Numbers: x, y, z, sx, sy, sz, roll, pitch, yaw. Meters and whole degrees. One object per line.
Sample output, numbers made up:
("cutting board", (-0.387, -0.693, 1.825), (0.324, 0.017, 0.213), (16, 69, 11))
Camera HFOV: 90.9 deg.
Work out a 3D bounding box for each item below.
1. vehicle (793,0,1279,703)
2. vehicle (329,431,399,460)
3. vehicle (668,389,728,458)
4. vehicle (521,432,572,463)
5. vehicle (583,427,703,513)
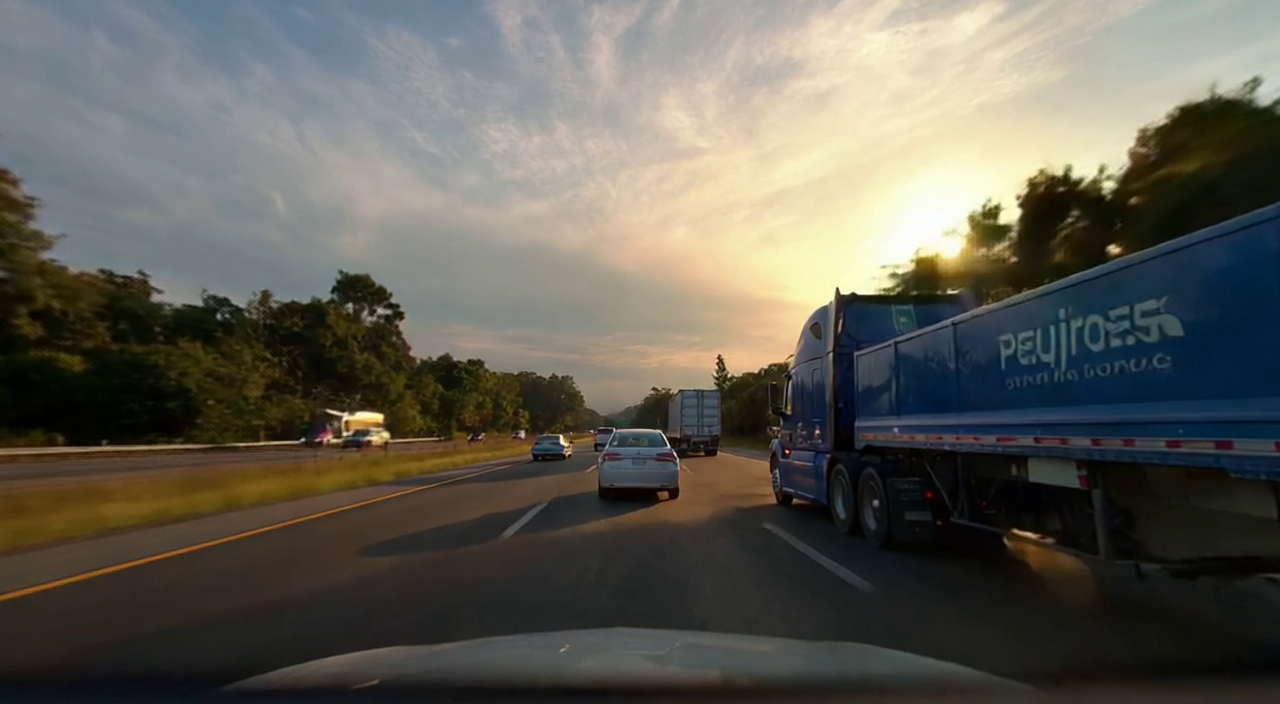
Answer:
("vehicle", (4.112, -0.162, 3.729), (2.816, 4.070, 14.136), (0, -8, 0))
("vehicle", (-15.617, 5.278, 35.904), (1.835, 1.541, 4.415), (0, -7, 2))
("vehicle", (3.704, 5.118, 44.065), (2.869, 4.067, 13.731), (0, -8, 0))
("vehicle", (-4.743, 4.895, 32.561), (1.983, 1.434, 4.451), (0, -8, 0))
("vehicle", (0.007, 2.228, 12.468), (2.021, 1.435, 3.611), (0, -8, -2))
